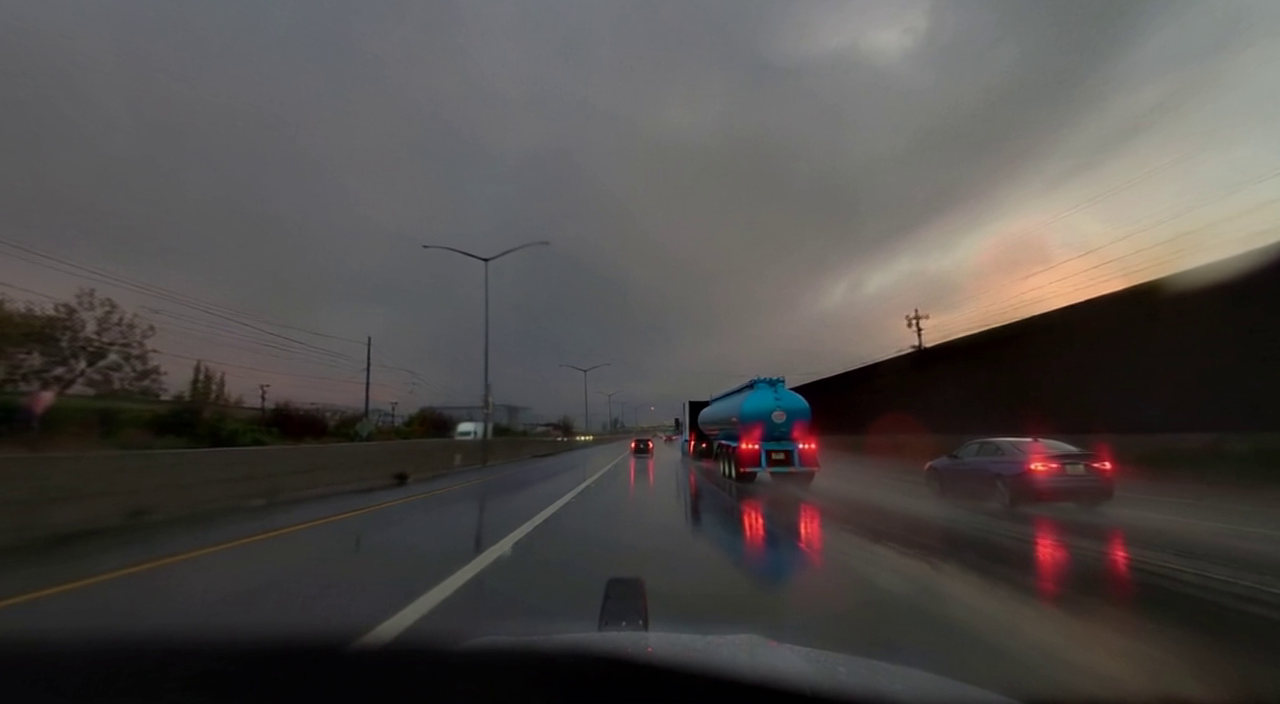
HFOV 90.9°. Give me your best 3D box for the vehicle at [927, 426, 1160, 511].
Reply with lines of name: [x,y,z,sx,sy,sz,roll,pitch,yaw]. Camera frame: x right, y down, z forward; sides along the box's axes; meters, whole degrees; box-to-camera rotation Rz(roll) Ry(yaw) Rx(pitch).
vehicle: [8.146,2.396,13.434,1.905,1.480,4.624,0,-8,0]

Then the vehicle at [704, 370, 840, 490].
vehicle: [3.900,2.657,20.827,2.791,3.179,8.074,0,-8,1]
